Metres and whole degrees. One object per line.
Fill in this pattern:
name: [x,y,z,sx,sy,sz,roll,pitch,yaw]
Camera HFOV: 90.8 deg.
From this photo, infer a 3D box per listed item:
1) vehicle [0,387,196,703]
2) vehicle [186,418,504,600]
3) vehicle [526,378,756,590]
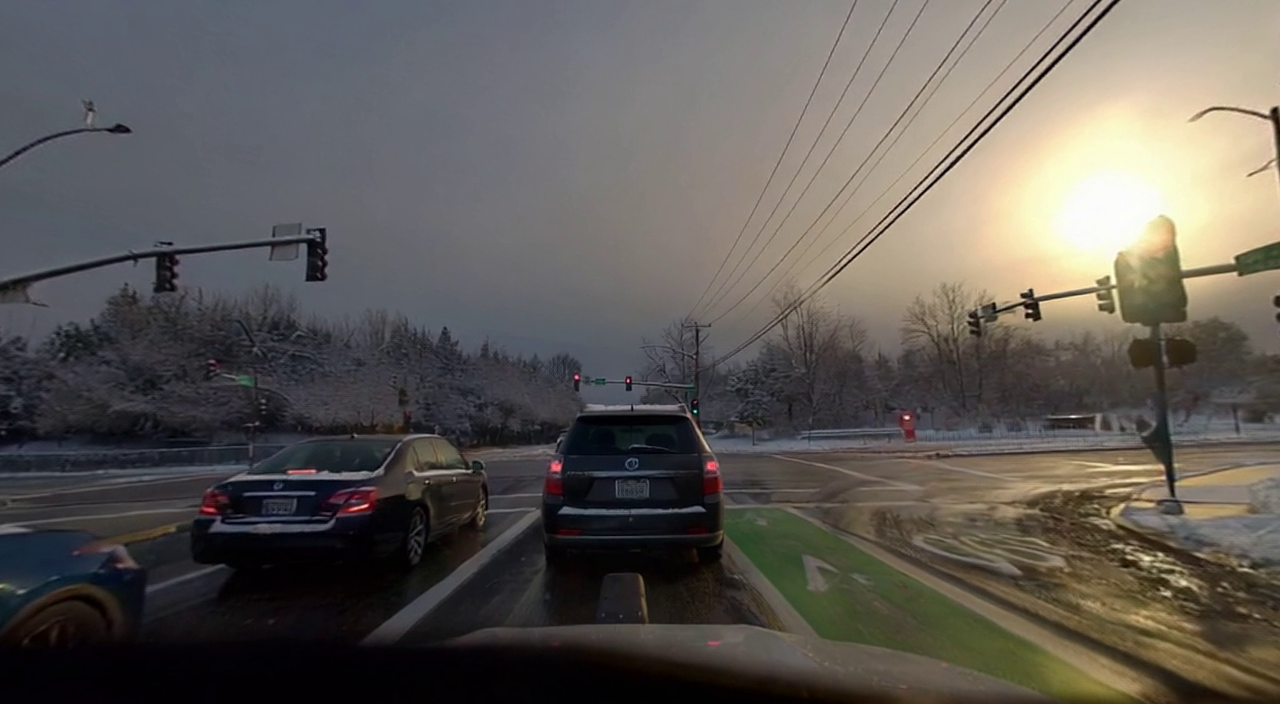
vehicle: [-3.474,0.662,0.701,2.138,1.488,5.327,0,-7,0]
vehicle: [-2.908,1.630,7.305,1.726,1.506,3.840,0,-9,1]
vehicle: [-0.025,1.589,8.309,2.036,1.885,5.196,0,-9,-1]
